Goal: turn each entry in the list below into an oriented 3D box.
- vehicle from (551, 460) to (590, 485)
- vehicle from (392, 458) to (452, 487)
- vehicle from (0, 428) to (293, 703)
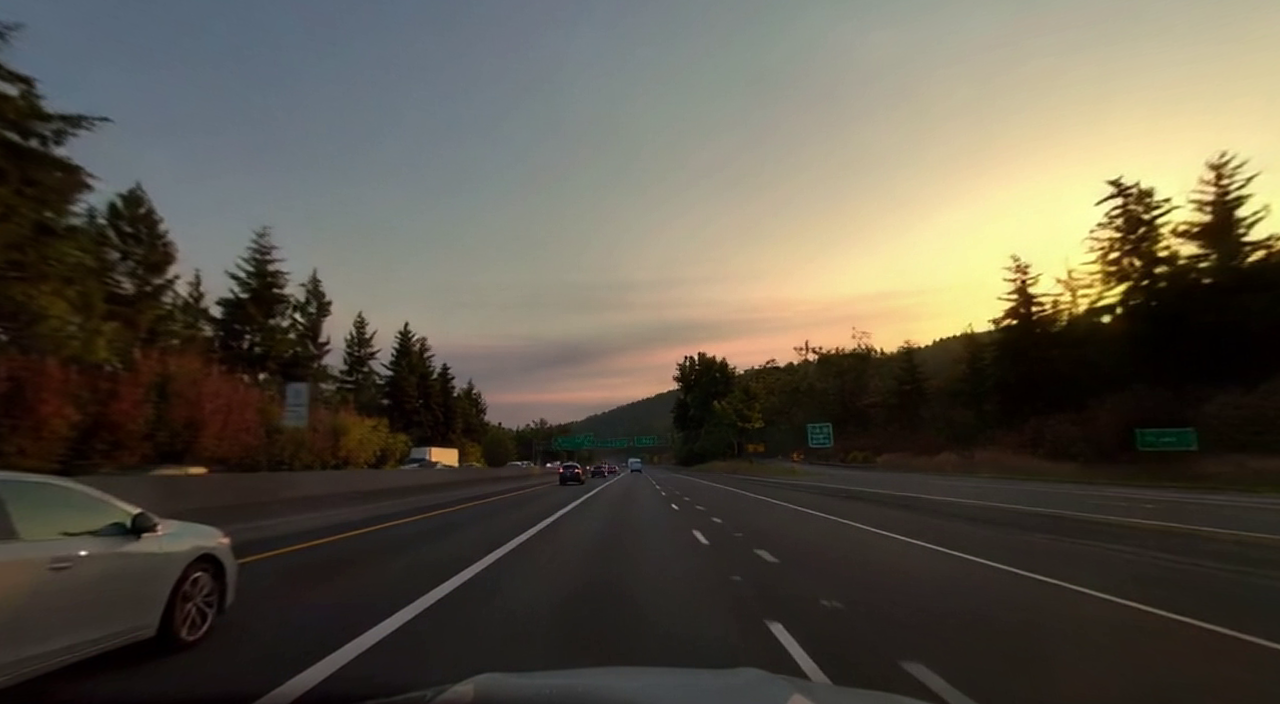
[{"bbox_3d":[-4.613,8.060,42.194,2.126,1.488,4.186,1,-11,0],"label":"vehicle"},{"bbox_3d":[-12.569,6.979,36.553,1.913,1.519,4.201,1,-11,1],"label":"vehicle"},{"bbox_3d":[-3.904,1.065,2.929,1.998,1.427,4.462,1,-11,0],"label":"vehicle"}]
